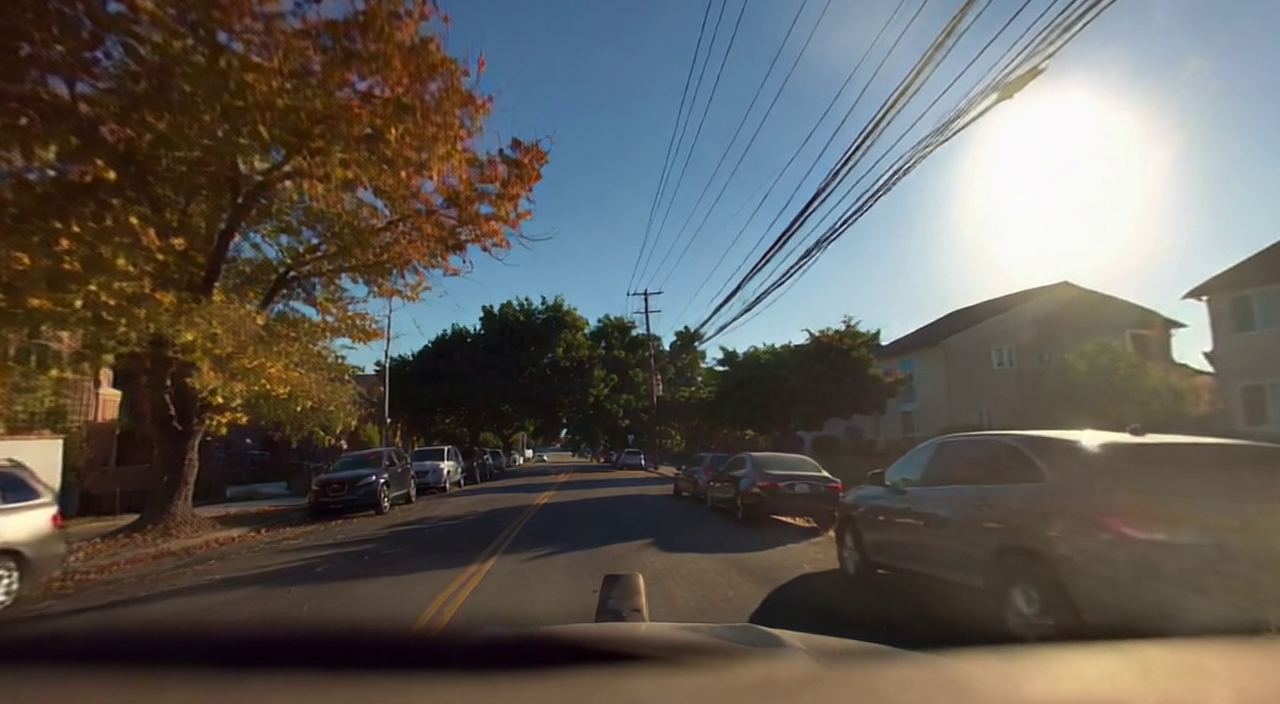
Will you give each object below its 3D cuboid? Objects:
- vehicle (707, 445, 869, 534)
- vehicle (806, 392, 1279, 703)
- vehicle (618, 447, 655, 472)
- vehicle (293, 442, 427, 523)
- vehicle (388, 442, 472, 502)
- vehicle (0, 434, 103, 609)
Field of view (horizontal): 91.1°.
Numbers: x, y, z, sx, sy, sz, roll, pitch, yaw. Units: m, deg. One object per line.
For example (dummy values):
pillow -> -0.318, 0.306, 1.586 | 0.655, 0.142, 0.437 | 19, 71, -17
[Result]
vehicle -> 2.784, 2.705, 13.108 | 1.868, 1.494, 4.652 | 1, -9, -5
vehicle -> 3.429, 1.386, 5.280 | 2.272, 1.626, 5.170 | 1, -9, -5
vehicle -> -0.294, 7.870, 45.777 | 2.328, 1.730, 4.225 | 1, -10, -5
vehicle -> -7.831, 3.620, 18.153 | 2.056, 1.876, 4.824 | -1, -8, -5
vehicle -> -8.519, 4.837, 26.024 | 2.120, 1.989, 5.616 | -2, -7, -6
vehicle -> -7.779, 1.647, 5.712 | 2.037, 1.851, 4.569 | 0, -11, -7
